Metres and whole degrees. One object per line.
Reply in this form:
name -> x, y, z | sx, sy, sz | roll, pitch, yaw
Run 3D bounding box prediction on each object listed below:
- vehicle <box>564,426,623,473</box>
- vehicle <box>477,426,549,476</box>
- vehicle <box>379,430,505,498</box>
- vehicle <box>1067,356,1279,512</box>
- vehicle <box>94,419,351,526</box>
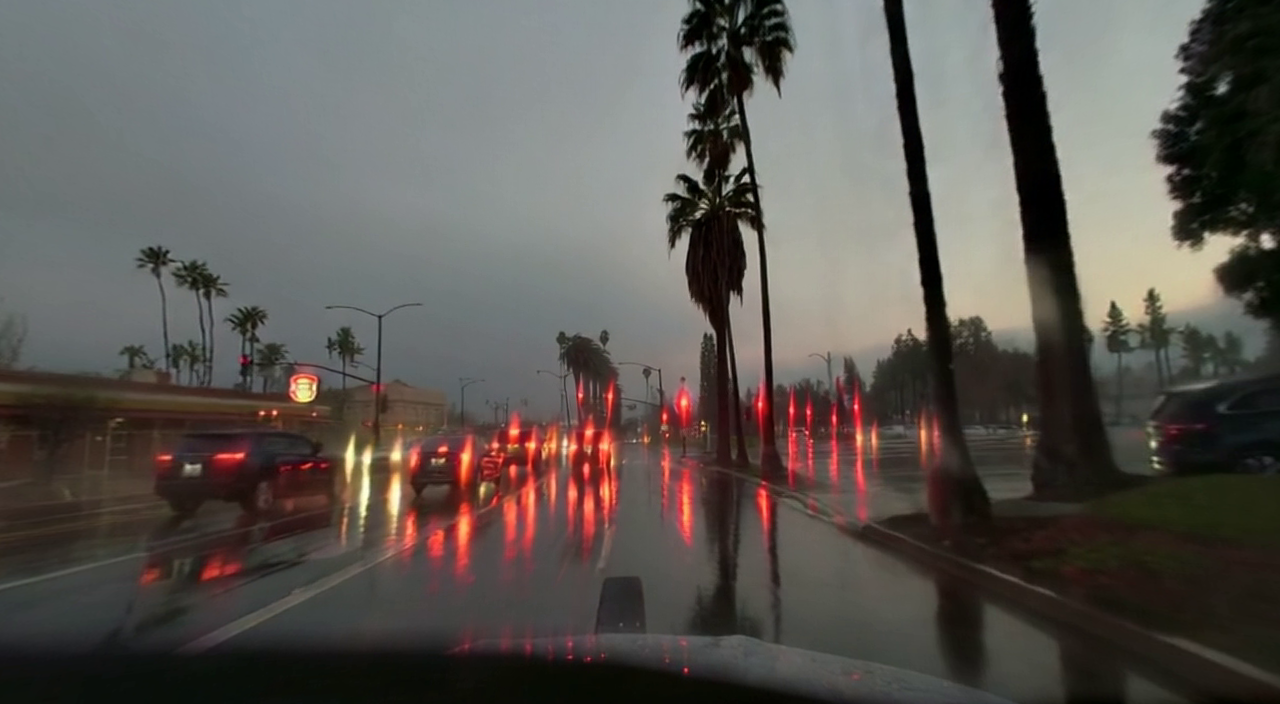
vehicle -> -1.816, 4.003, 26.058 | 2.153, 1.759, 4.320 | 0, -9, -1
vehicle -> -5.179, 4.126, 26.462 | 2.025, 1.862, 4.804 | 0, -9, 0
vehicle -> -5.139, 2.973, 17.178 | 1.885, 1.567, 4.775 | 0, -9, 0
vehicle -> 9.467, 1.194, 9.224 | 4.774, 1.975, 2.245 | 0, -9, -2
vehicle -> -8.494, 2.494, 13.668 | 2.178, 1.864, 5.005 | 0, -9, -1
